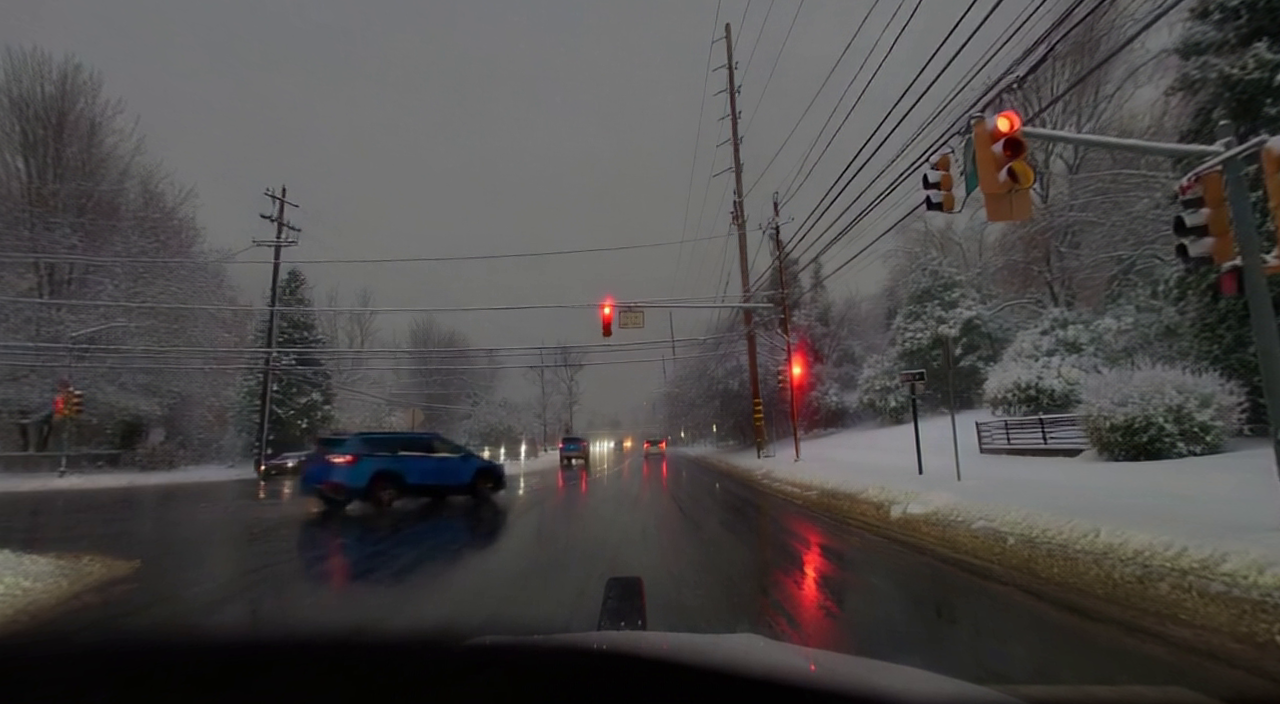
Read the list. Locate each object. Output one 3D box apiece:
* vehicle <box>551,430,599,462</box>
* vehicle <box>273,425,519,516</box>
[{"bbox_3d":[-4.199,6.183,41.393,2.175,1.957,4.686,-1,-9,6],"label":"vehicle"},{"bbox_3d":[-5.243,2.543,13.995,4.607,1.666,2.051,8,-12,-43],"label":"vehicle"}]
